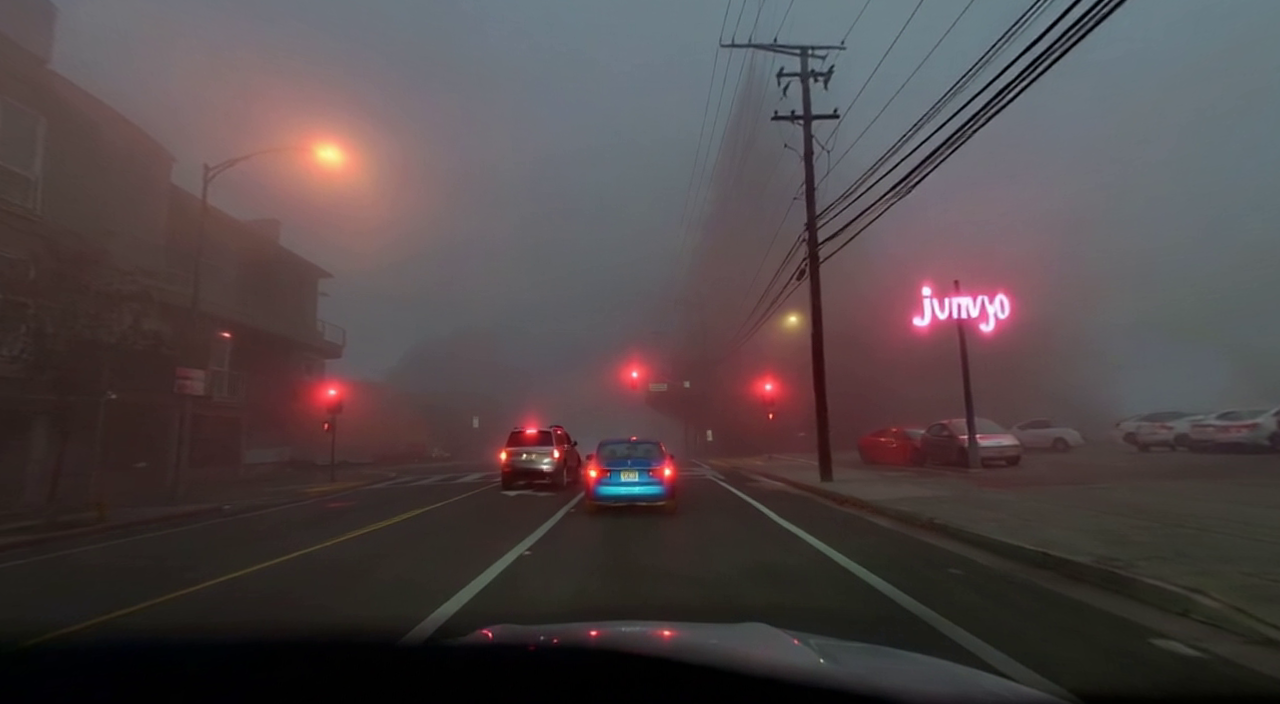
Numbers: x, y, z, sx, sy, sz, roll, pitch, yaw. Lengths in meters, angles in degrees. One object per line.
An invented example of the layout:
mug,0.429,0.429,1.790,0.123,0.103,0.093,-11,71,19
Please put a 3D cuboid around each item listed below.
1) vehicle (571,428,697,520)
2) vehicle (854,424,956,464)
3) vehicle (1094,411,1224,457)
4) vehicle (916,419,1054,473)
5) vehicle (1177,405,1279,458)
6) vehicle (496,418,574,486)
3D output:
vehicle,-0.167,2.325,12.559,2.070,1.481,4.216,0,-8,-2
vehicle,10.587,3.732,25.642,1.842,1.471,4.481,1,-8,-6
vehicle,18.652,2.952,22.626,4.446,1.511,1.977,4,-10,-29
vehicle,10.467,2.912,19.581,1.888,1.455,4.268,0,-8,1
vehicle,19.542,2.568,20.177,4.129,1.512,2.003,4,-9,-27
vehicle,-3.148,3.119,19.863,2.106,1.852,4.512,1,-8,-6
